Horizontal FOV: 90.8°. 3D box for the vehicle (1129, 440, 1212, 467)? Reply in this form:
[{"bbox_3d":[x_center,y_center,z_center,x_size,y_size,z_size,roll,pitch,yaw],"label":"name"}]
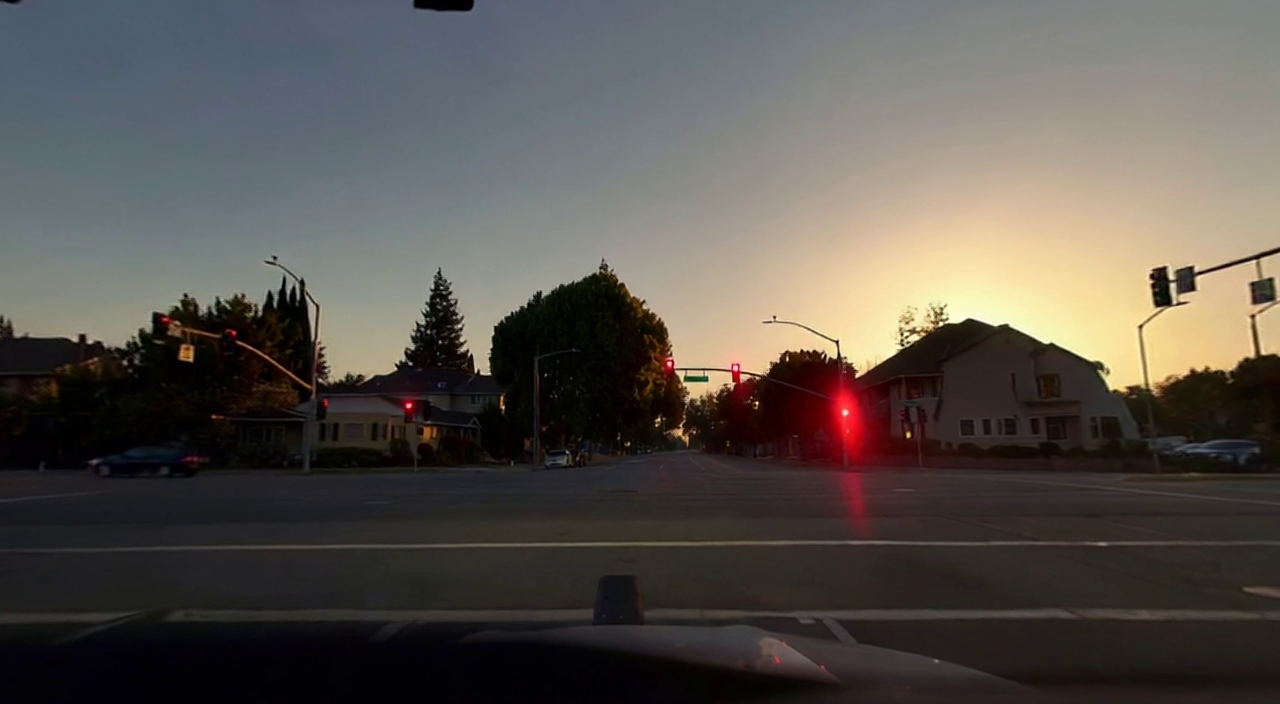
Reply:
[{"bbox_3d":[36.888,7.067,44.114,1.853,1.723,4.460,0,-8,0],"label":"vehicle"}]

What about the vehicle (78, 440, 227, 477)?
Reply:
[{"bbox_3d":[-19.911,4.361,25.965,4.560,1.463,1.858,0,-9,1],"label":"vehicle"}]

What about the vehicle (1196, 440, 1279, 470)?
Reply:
[{"bbox_3d":[37.684,6.347,39.137,1.915,1.773,4.499,1,-9,-9],"label":"vehicle"}]

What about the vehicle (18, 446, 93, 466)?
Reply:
[{"bbox_3d":[-44.173,7.876,47.782,3.949,1.422,1.744,-1,-8,2],"label":"vehicle"}]
